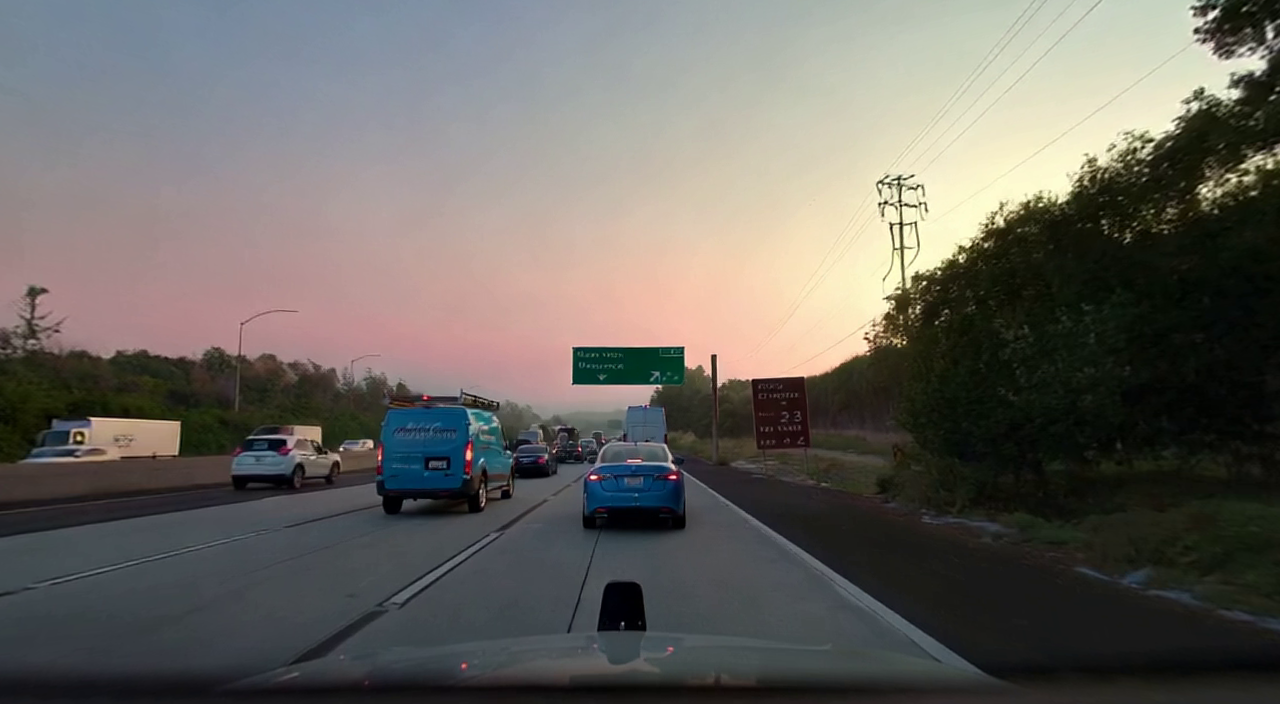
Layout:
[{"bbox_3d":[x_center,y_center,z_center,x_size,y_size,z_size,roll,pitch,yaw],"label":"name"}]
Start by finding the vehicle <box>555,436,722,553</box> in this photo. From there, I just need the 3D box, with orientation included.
[{"bbox_3d":[-0.019,2.065,9.836,2.054,1.421,4.090,0,-8,0],"label":"vehicle"}]

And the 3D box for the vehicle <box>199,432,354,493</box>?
[{"bbox_3d":[-11.393,3.478,20.192,2.000,1.695,4.806,0,-8,1],"label":"vehicle"}]

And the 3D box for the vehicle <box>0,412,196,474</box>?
[{"bbox_3d":[-37.341,6.402,44.156,2.933,3.731,11.455,-1,-8,5],"label":"vehicle"}]

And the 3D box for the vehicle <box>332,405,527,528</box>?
[{"bbox_3d":[-3.780,2.158,12.360,2.142,1.952,4.556,0,-8,1],"label":"vehicle"}]
